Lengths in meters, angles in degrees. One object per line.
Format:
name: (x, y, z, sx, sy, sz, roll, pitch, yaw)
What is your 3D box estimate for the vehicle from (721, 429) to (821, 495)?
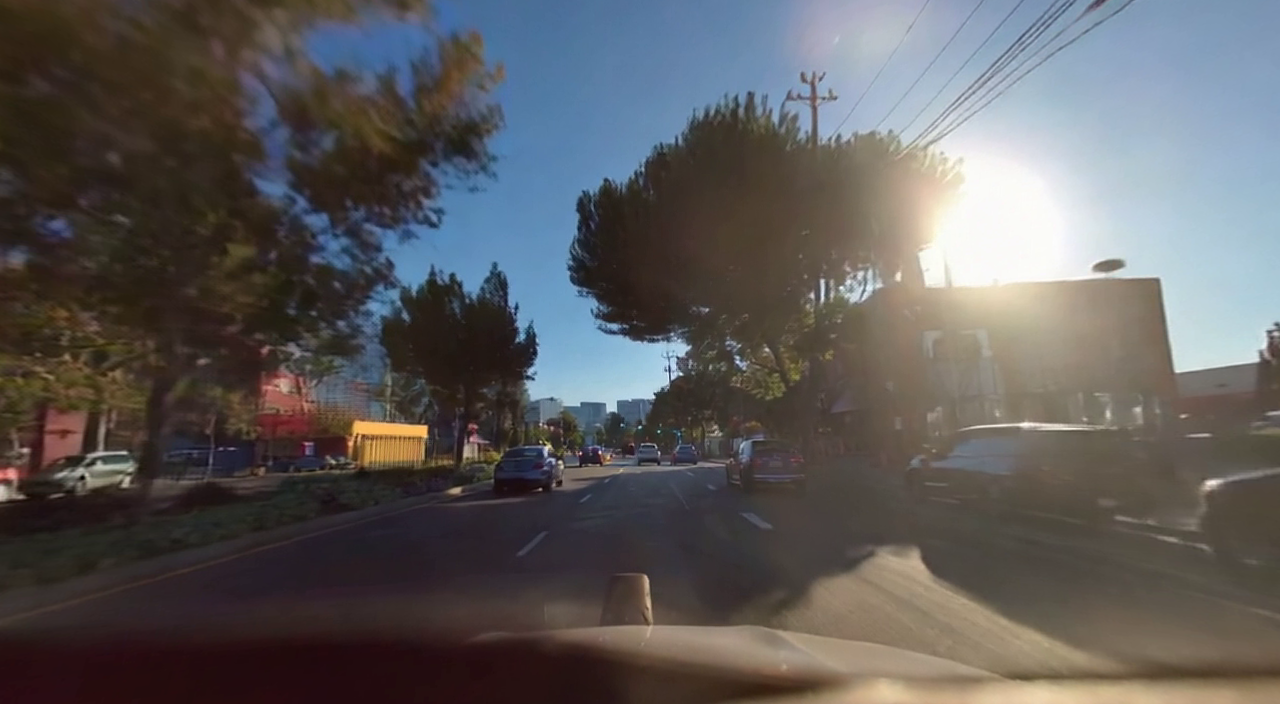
vehicle: (3.765, 3.255, 19.055, 1.980, 1.709, 4.813, 0, -8, 0)

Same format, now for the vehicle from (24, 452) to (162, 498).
vehicle: (-22.195, 4.948, 25.835, 1.821, 1.645, 4.211, 0, -8, 1)

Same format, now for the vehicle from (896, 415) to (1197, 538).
vehicle: (7.102, 2.212, 11.983, 2.189, 1.783, 5.122, 1, -8, -2)

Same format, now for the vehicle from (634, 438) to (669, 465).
vehicle: (0.728, 6.559, 41.552, 2.192, 1.674, 4.124, 0, -8, 0)

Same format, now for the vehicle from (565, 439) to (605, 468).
vehicle: (-3.241, 6.093, 37.976, 1.988, 1.645, 3.995, 0, -8, 1)

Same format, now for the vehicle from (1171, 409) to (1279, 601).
vehicle: (6.884, 1.183, 4.367, 2.417, 1.736, 5.043, -1, -9, 7)

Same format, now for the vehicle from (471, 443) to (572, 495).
vehicle: (-3.349, 3.383, 18.726, 2.013, 1.354, 4.393, 0, -8, 2)
